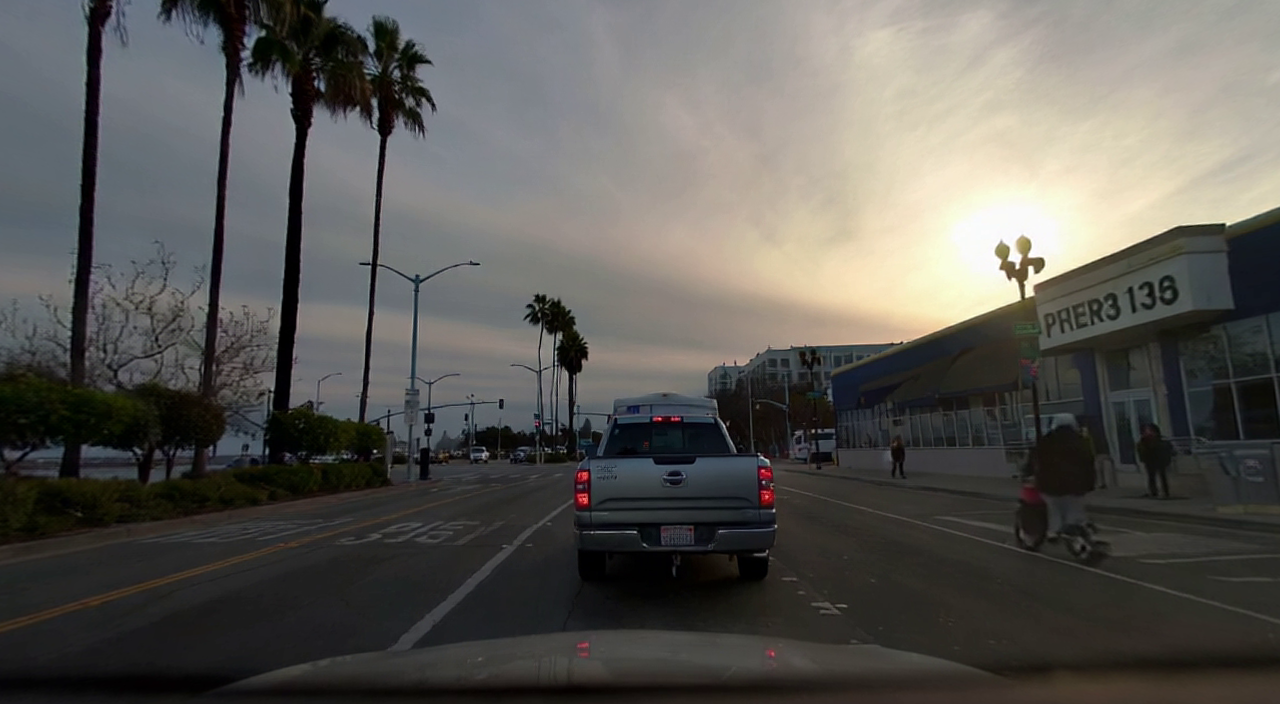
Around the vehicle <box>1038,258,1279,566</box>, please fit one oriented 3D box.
[{"bbox_3d":[7.904,0.854,8.593,2.666,3.345,3.622,-1,-8,7],"label":"vehicle"}]

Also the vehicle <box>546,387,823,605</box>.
[{"bbox_3d":[0.403,1.595,8.002,2.311,1.819,5.255,0,-8,1],"label":"vehicle"}]
